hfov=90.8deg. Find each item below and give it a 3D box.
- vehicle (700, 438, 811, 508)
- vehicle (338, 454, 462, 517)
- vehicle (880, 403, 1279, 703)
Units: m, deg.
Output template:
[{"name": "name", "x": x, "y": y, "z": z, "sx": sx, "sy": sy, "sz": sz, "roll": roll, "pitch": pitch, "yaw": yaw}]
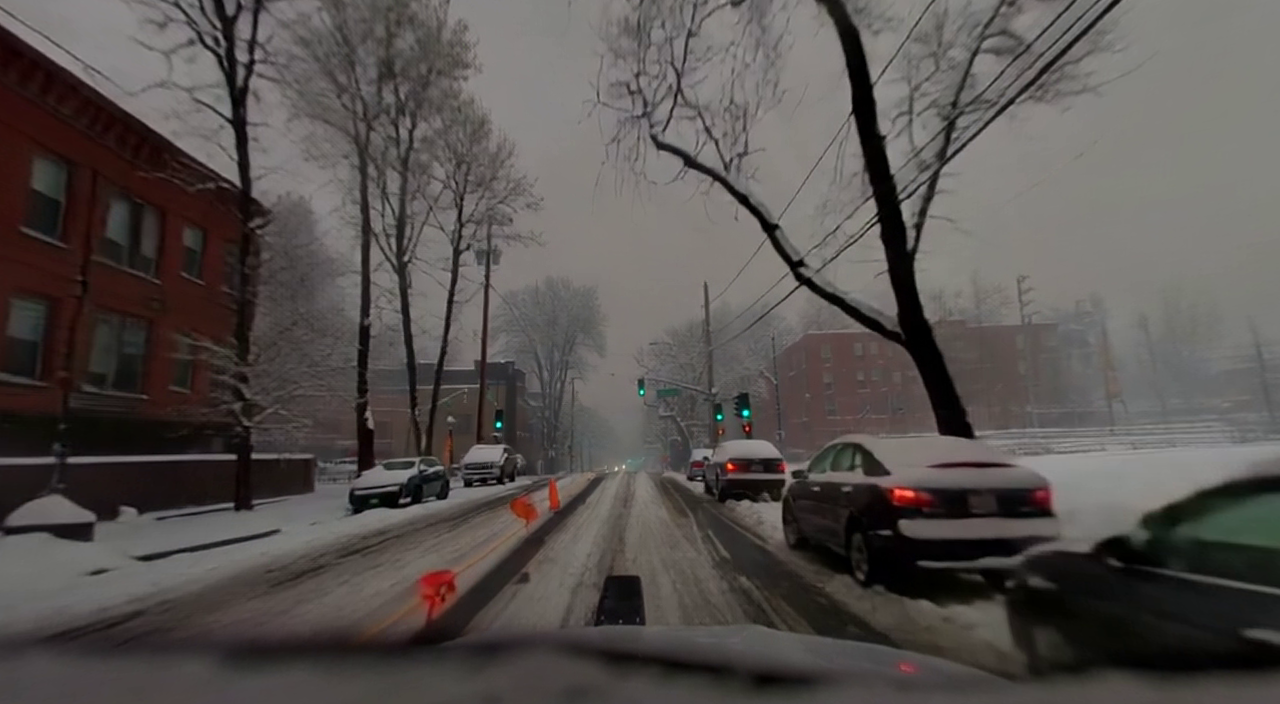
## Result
[{"name": "vehicle", "x": 3.168, "y": 3.440, "z": 18.505, "sx": 2.141, "sy": 1.737, "sz": 5.009, "roll": 0, "pitch": -9, "yaw": -2}, {"name": "vehicle", "x": -6.542, "y": 3.650, "z": 17.811, "sx": 1.968, "sy": 1.450, "sz": 4.271, "roll": 0, "pitch": -8, "yaw": -2}, {"name": "vehicle", "x": 2.911, "y": 0.989, "z": 2.460, "sx": 2.010, "sy": 1.499, "sz": 4.754, "roll": 0, "pitch": -8, "yaw": -1}]
